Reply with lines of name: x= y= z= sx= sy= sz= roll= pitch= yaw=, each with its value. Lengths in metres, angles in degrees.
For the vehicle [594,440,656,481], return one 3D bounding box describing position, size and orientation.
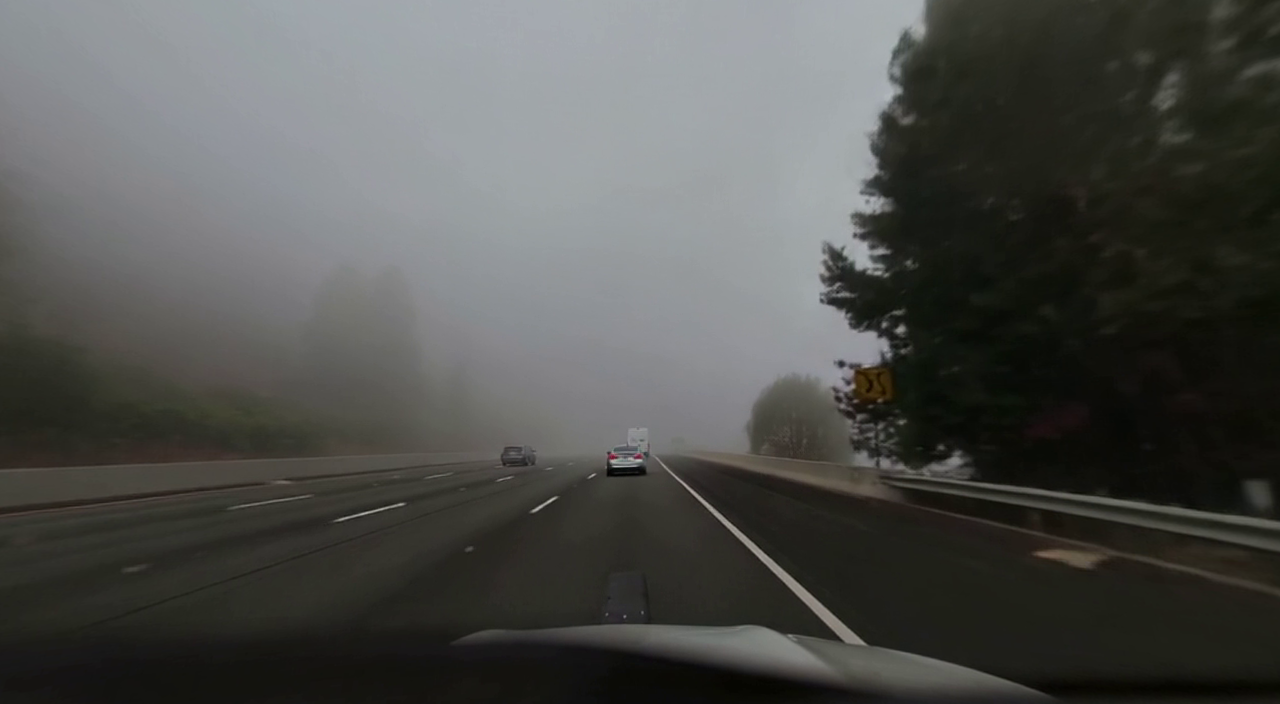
vehicle: x=-0.536 y=4.185 z=24.537 sx=2.238 sy=1.479 sz=3.672 roll=0 pitch=-9 yaw=0
